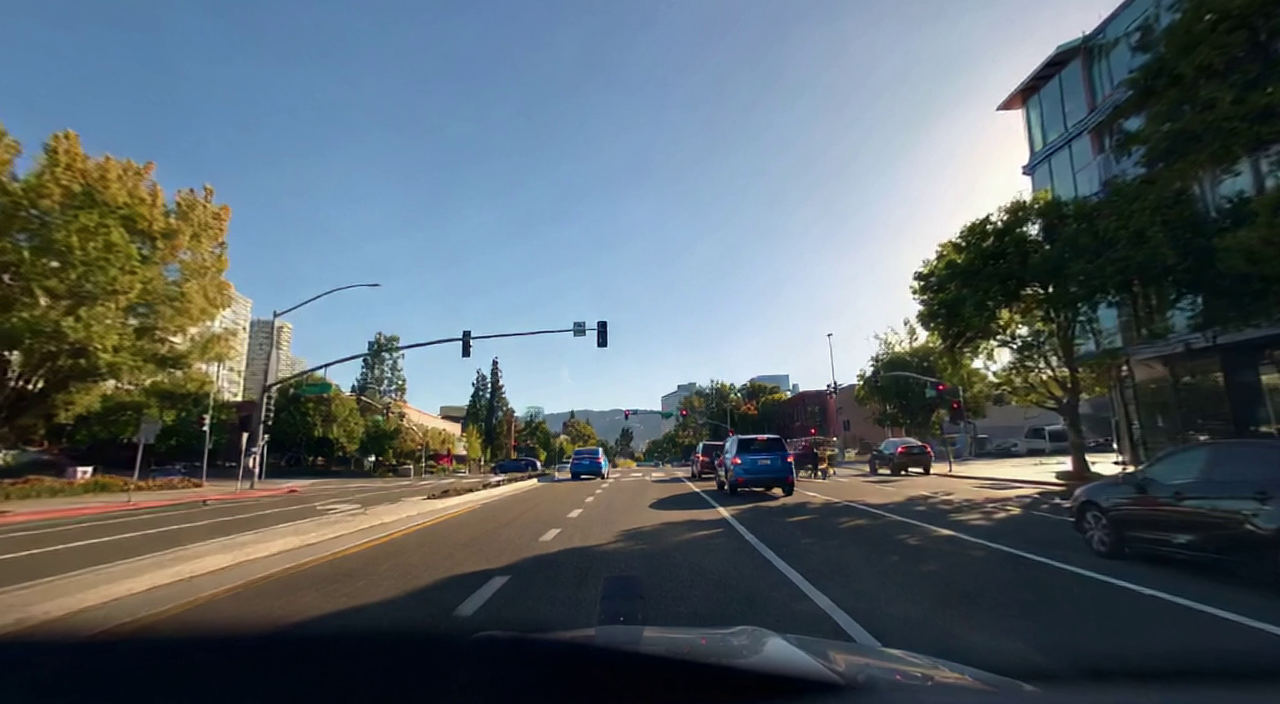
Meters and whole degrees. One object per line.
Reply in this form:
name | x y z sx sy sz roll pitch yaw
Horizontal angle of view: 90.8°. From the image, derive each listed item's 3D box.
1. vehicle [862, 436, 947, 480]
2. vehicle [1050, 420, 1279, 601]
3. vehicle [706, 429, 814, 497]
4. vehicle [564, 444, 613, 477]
vehicle | 11.613 4.670 28.086 1.971 1.746 4.271 0 -9 1
vehicle | 6.325 1.404 5.809 1.946 1.495 4.758 0 -8 1
vehicle | 3.322 3.211 18.655 2.247 1.738 4.818 0 -8 0
vehicle | -2.463 5.340 31.289 1.969 1.513 3.773 -1 -9 3
